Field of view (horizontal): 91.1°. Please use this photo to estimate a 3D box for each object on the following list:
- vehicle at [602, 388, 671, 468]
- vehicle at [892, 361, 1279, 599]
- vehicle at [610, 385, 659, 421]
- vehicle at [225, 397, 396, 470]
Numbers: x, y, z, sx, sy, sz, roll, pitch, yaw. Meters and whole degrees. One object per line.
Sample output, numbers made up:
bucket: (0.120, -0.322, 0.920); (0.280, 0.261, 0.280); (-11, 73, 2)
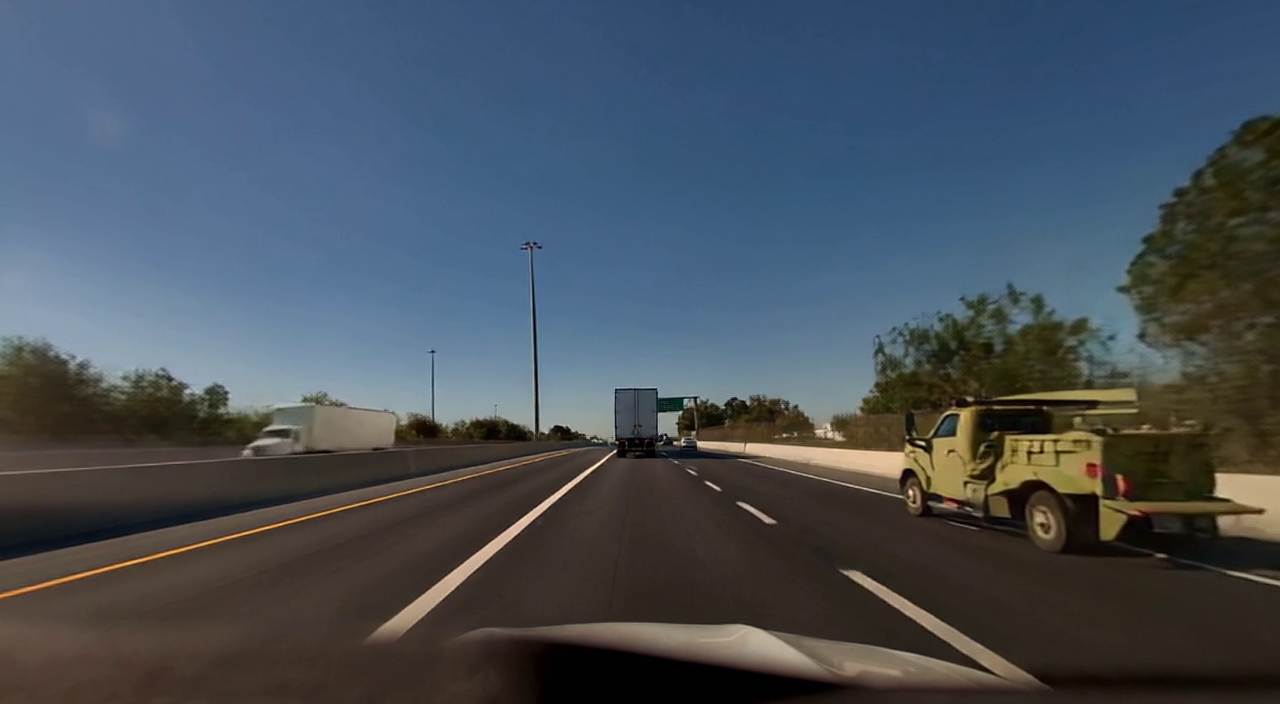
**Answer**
vehicle: (-0.358, 4.063, 33.768); (2.953, 3.406, 13.372); (1, -7, -2)
vehicle: (4.939, 1.284, 7.223); (2.091, 1.829, 4.625); (0, -8, -1)
vehicle: (-0.259, 2.475, 29.594); (2.112, 1.472, 4.240); (0, -8, 0)
vehicle: (-18.209, 4.745, 36.477); (2.989, 3.480, 12.878); (0, -8, 0)
